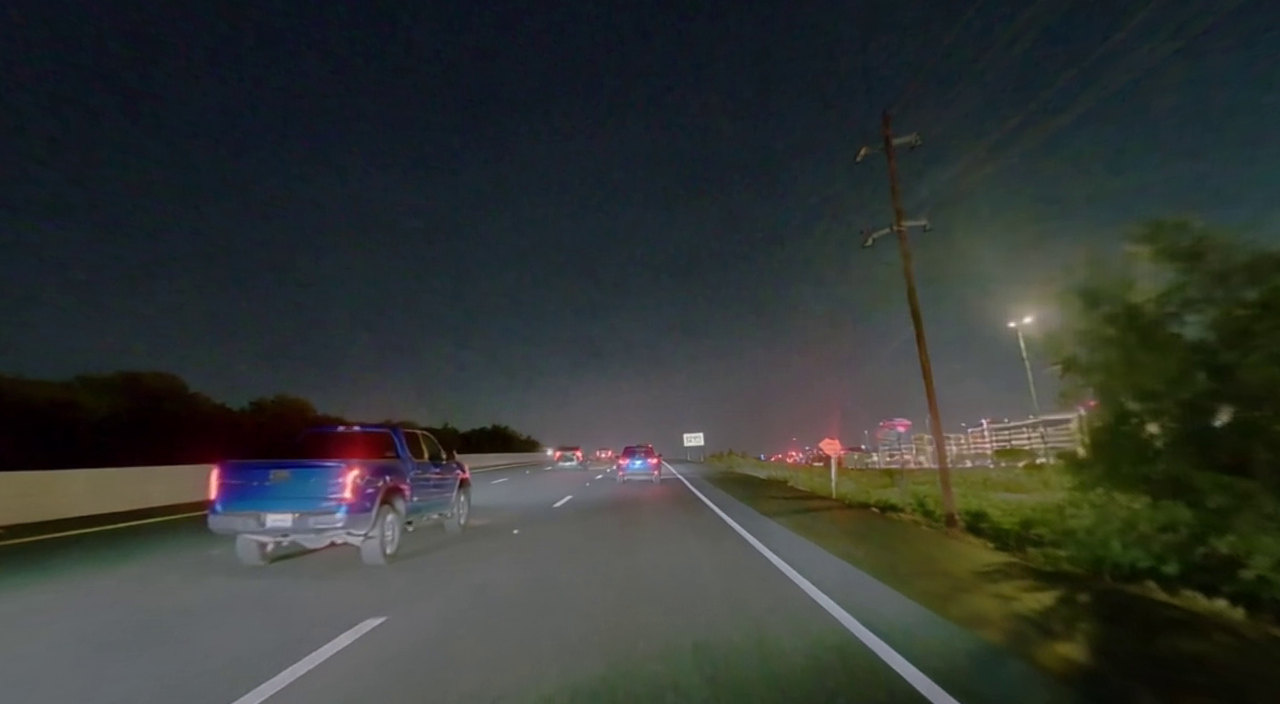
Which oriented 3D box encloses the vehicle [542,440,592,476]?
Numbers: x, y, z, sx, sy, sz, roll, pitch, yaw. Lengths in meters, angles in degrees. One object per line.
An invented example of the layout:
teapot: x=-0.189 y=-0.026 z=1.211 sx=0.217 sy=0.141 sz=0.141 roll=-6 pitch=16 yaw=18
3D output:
vehicle: x=-3.662 y=5.394 z=32.405 sx=1.993 sy=1.717 sz=4.321 roll=-1 pitch=-8 yaw=1

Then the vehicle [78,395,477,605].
vehicle: x=-3.718 y=1.611 z=7.755 sx=2.133 sy=1.789 sz=4.518 roll=-1 pitch=-8 yaw=1

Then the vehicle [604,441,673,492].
vehicle: x=-0.047 y=3.695 z=20.696 sx=2.047 sy=1.473 sz=3.978 roll=0 pitch=-8 yaw=0
